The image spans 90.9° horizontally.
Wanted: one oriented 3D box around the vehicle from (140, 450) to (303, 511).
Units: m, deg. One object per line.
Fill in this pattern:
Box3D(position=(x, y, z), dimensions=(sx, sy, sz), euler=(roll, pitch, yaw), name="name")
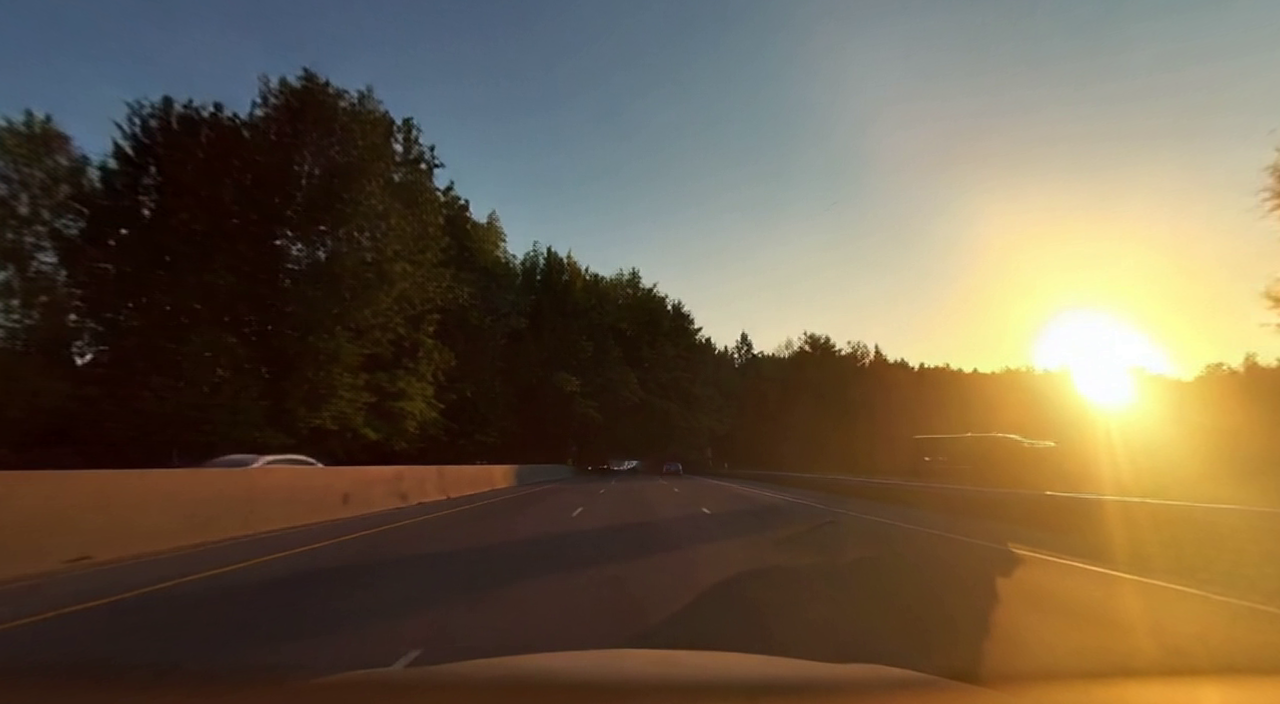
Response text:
Box3D(position=(-11.476, 3.566, 17.682), dimensions=(1.811, 1.472, 3.976), euler=(1, -10, 0), name="vehicle")
